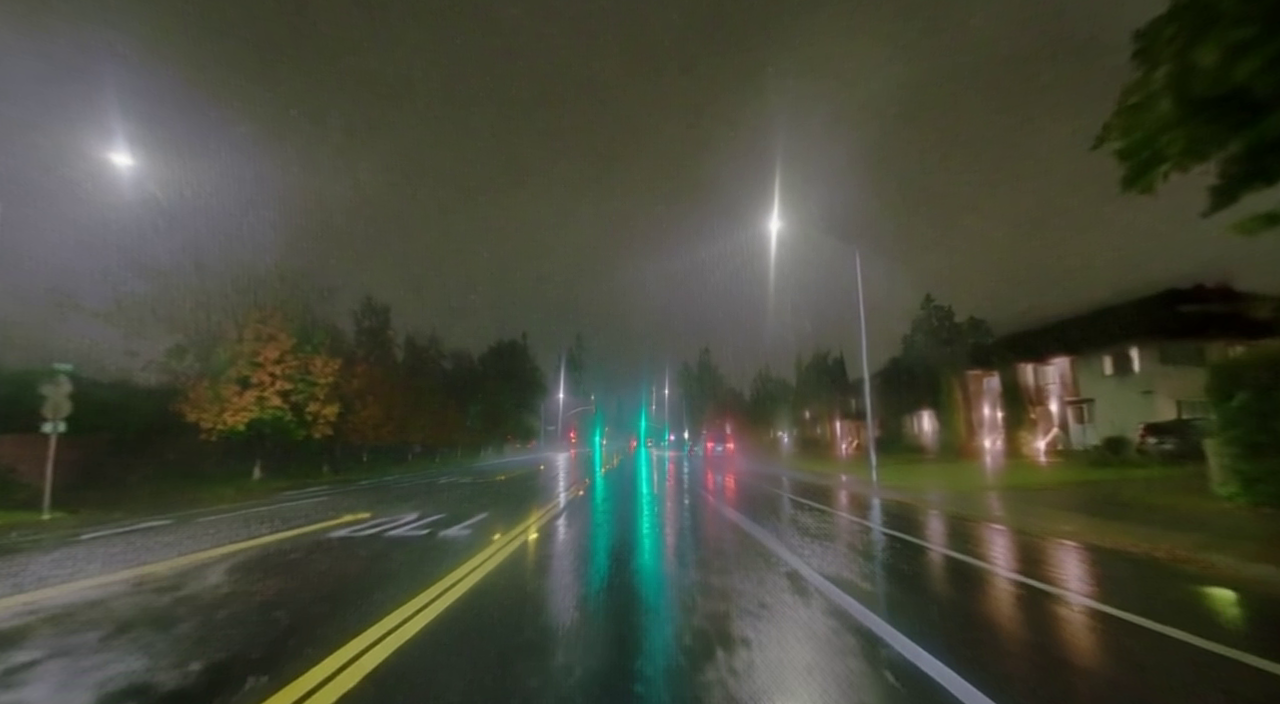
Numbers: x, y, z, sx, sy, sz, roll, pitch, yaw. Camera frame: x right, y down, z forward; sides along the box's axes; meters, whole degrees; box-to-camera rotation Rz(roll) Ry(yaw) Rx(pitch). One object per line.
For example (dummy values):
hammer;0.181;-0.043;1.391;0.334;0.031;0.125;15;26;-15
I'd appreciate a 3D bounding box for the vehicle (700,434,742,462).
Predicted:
vehicle;5.474;6.584;43.205;2.160;1.800;4.646;0;-8;-1
